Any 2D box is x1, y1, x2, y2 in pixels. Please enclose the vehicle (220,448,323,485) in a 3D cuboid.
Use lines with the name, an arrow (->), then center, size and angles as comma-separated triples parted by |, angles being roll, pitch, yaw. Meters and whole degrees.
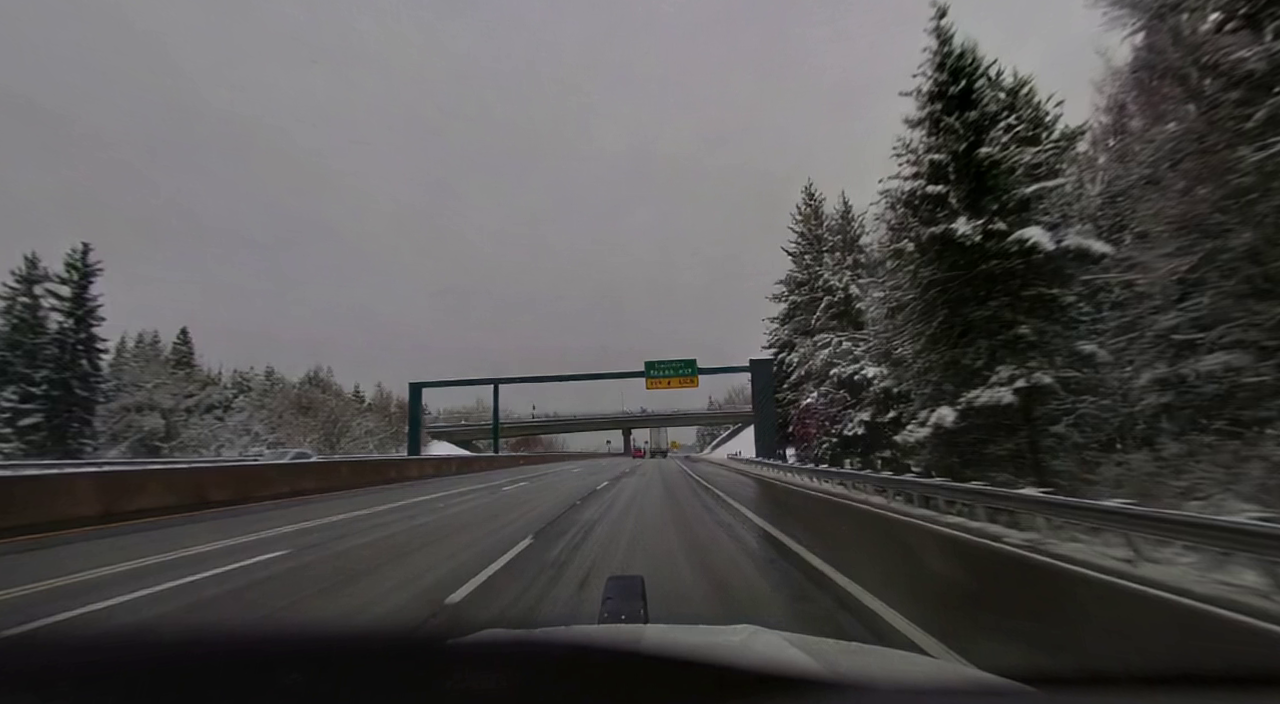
vehicle -> -15.229, 4.736, 26.316 | 1.729, 1.405, 4.086 | -1, -9, 2
